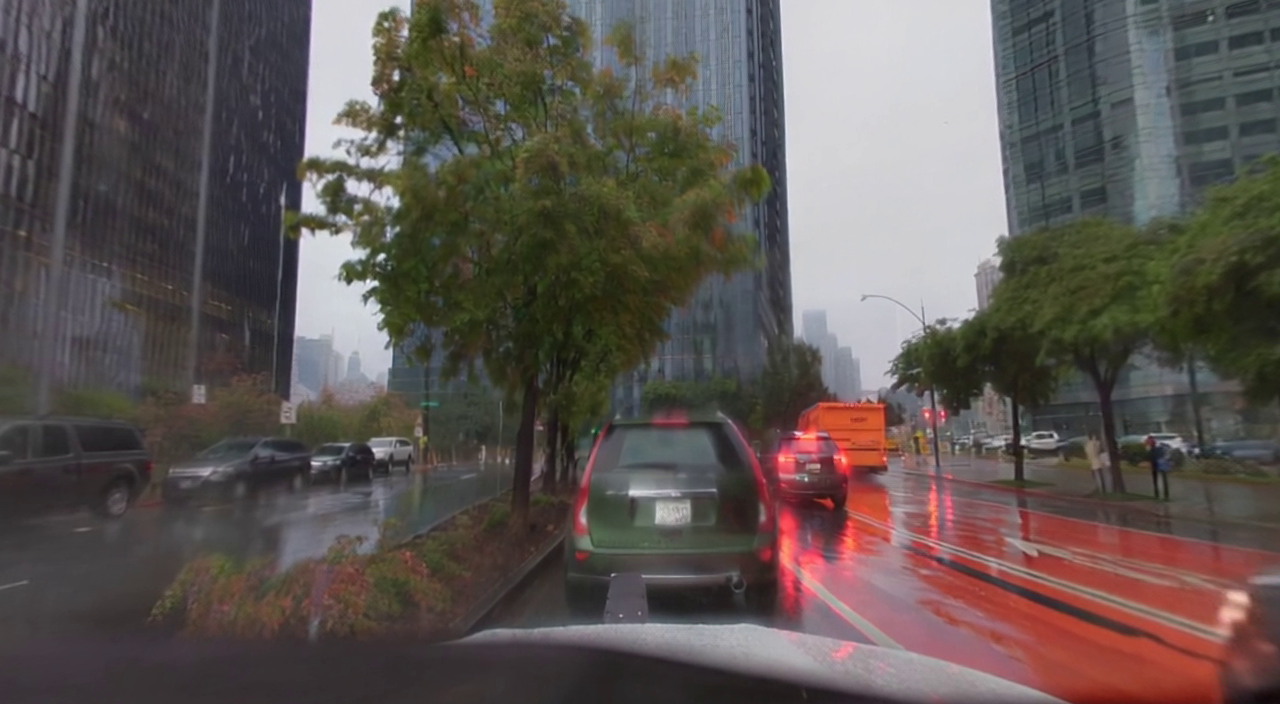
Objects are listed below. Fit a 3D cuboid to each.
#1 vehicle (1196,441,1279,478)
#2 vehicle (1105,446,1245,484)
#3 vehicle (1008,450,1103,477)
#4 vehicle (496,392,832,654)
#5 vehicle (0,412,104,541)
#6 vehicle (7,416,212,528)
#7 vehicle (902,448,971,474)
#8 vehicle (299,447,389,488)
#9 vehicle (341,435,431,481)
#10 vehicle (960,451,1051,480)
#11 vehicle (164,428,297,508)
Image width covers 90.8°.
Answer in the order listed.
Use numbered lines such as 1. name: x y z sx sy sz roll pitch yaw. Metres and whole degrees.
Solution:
1. vehicle: 36.604 6.281 37.128 5.476 2.081 2.053 -6 -10 33
2. vehicle: 30.848 6.507 36.761 5.890 1.996 2.155 -6 -10 34
3. vehicle: 27.980 7.494 42.663 5.153 1.626 1.895 -6 -10 33
4. vehicle: 0.203 1.427 6.292 2.192 1.695 4.142 0 -8 1
5. vehicle: -10.499 1.918 9.756 1.543 1.946 3.454 1 -9 -6
6. vehicle: -10.871 2.444 13.292 1.482 2.019 3.297 0 -9 -4
7. vehicle: 21.880 7.995 46.597 4.211 1.820 2.094 -6 -10 35
8. vehicle: -11.584 4.505 25.067 1.791 1.463 4.210 0 -9 -4
9. vehicle: -12.081 5.072 30.579 2.338 1.963 5.740 0 -9 -4
10. vehicle: 23.866 7.373 41.301 4.956 1.706 1.822 -6 -10 33
11. vehicle: -11.223 3.163 17.621 1.559 1.973 3.419 1 -9 -5
